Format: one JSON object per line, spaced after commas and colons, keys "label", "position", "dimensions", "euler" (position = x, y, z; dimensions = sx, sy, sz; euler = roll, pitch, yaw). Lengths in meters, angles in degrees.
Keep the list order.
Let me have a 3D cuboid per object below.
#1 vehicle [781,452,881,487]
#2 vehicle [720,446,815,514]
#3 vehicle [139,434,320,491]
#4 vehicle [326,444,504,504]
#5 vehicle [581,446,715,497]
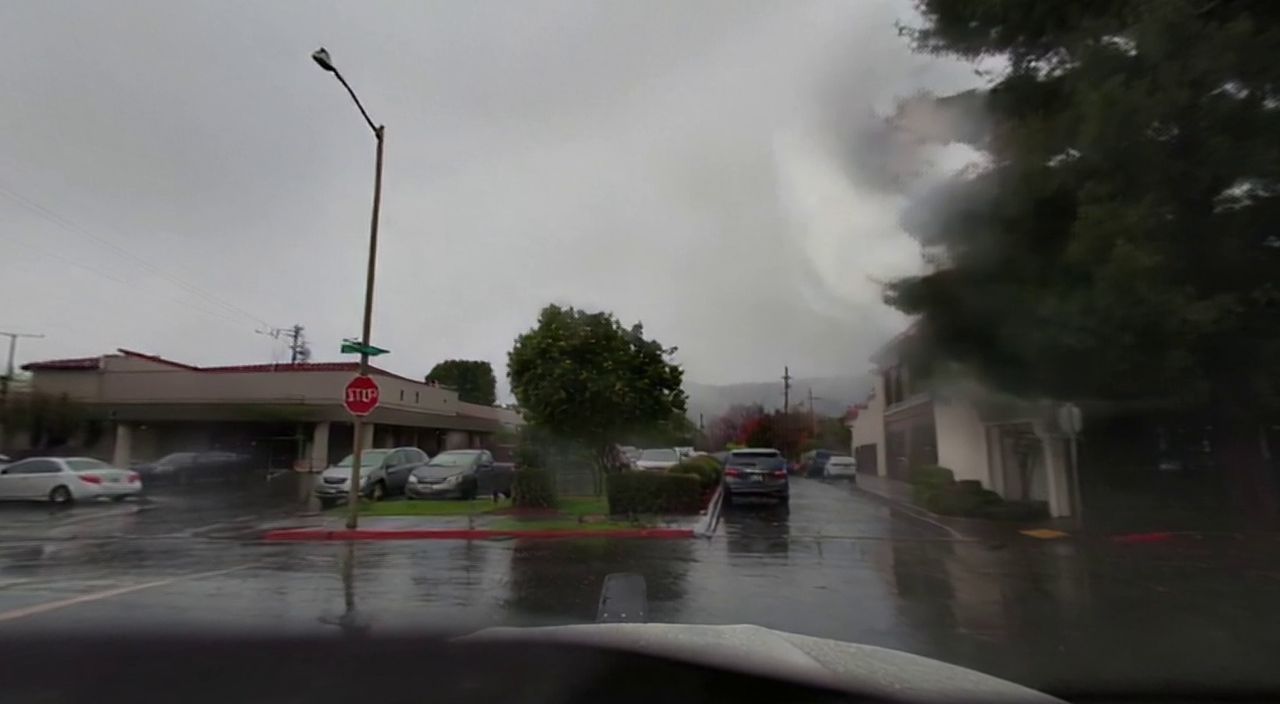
{"label": "vehicle", "position": [10.800, 6.650, 35.743], "dimensions": [5.004, 1.797, 1.946], "euler": [-6, -11, 35]}
{"label": "vehicle", "position": [4.110, 4.195, 21.356], "dimensions": [2.305, 1.962, 5.685], "euler": [0, -9, 3]}
{"label": "vehicle", "position": [-25.019, 6.721, 38.473], "dimensions": [9.384, 3.230, 2.928], "euler": [-1, -9, 7]}
{"label": "vehicle", "position": [-6.911, 3.776, 19.675], "dimensions": [4.778, 1.753, 1.959], "euler": [0, -9, 3]}
{"label": "vehicle", "position": [0.473, 4.978, 26.716], "dimensions": [5.798, 1.920, 2.267], "euler": [9, -12, -44]}
